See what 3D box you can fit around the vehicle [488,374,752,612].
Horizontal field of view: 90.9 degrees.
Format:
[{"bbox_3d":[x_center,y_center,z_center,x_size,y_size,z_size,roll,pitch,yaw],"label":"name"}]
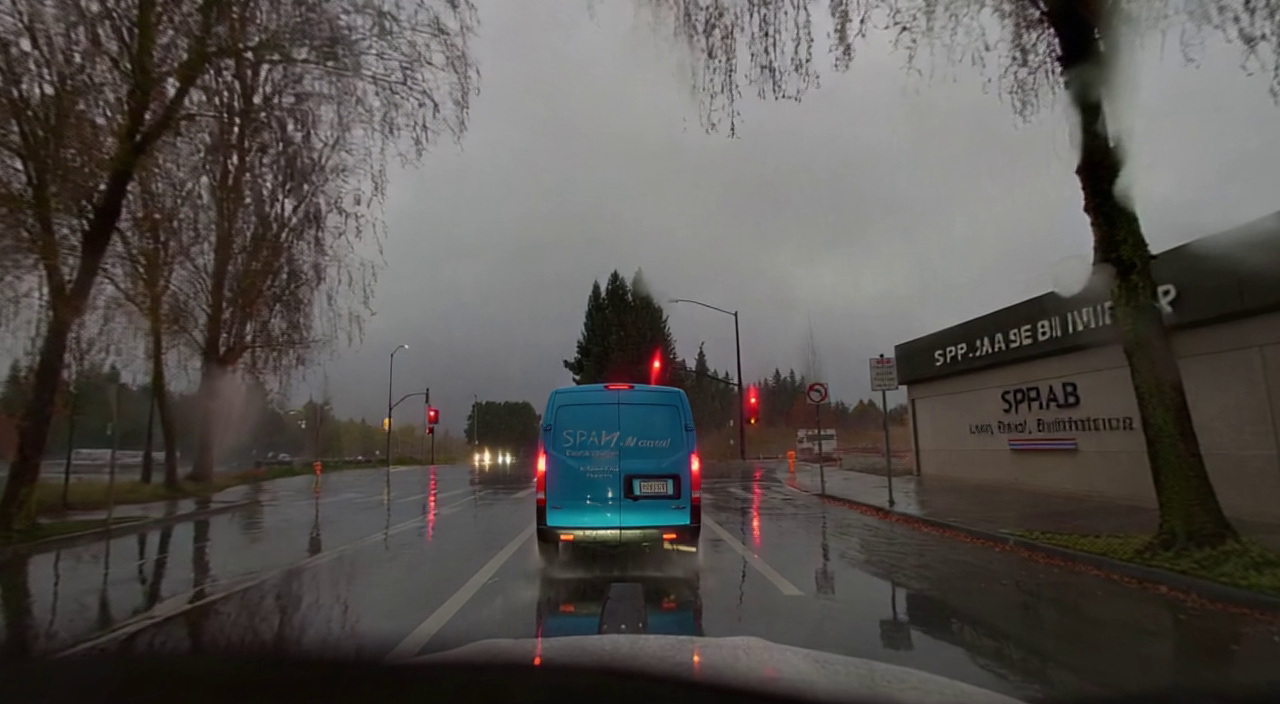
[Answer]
[{"bbox_3d":[-0.291,1.463,7.288,2.181,1.949,3.932,1,-9,-4],"label":"vehicle"}]
